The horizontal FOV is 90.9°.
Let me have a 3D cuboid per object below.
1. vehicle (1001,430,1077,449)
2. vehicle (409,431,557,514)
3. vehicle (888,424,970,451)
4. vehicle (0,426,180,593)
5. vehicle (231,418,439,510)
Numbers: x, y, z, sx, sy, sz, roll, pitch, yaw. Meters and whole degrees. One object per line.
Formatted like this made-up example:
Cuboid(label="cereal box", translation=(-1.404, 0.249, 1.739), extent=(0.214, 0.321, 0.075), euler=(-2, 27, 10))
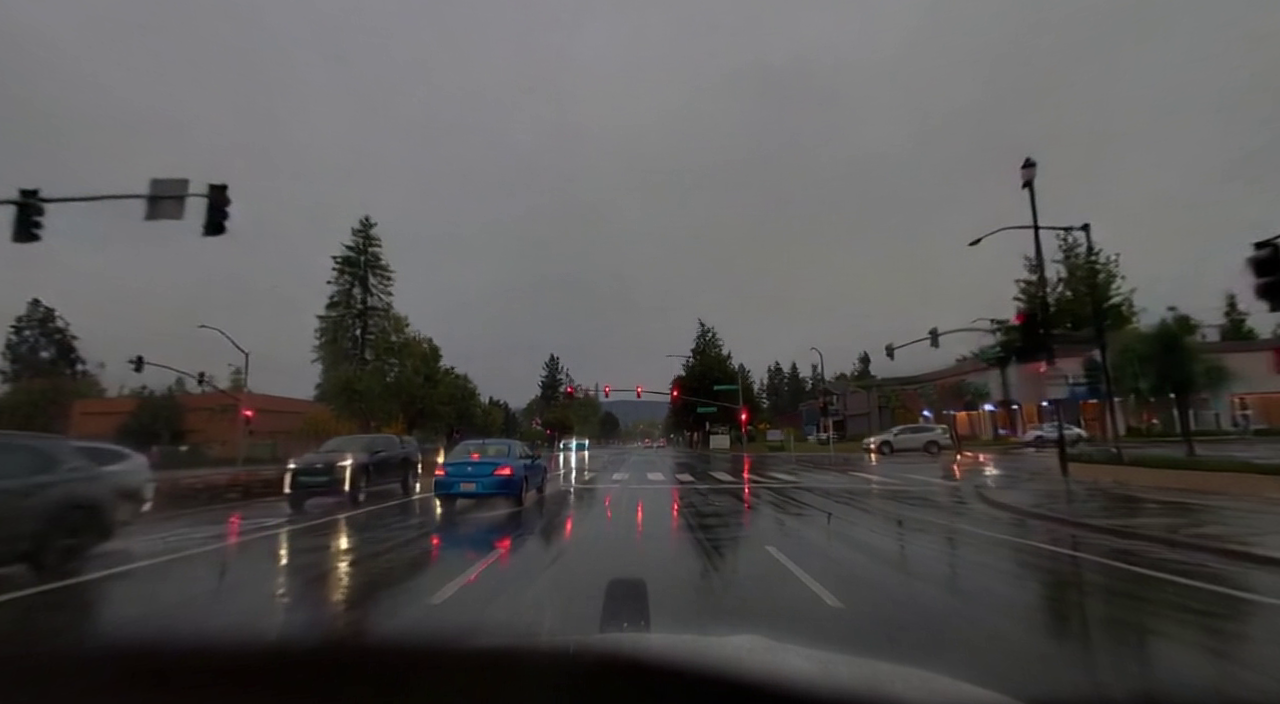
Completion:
Cuboid(label="vehicle", translation=(30.639, 6.730, 48.407), extent=(4.627, 1.359, 1.834), euler=(0, -9, -3))
Cuboid(label="vehicle", translation=(-3.122, 2.505, 13.577), extent=(1.924, 1.480, 4.421), euler=(0, -9, 2))
Cuboid(label="vehicle", translation=(20.559, 6.106, 44.940), extent=(4.707, 1.817, 2.198), euler=(0, -10, -3))
Cuboid(label="vehicle", translation=(-6.847, 1.388, 5.430), extent=(2.133, 1.485, 4.681), euler=(0, -9, 1))
Cuboid(label="vehicle", translation=(-6.702, 2.556, 14.788), extent=(2.099, 1.713, 5.402), euler=(1, -9, 1))
